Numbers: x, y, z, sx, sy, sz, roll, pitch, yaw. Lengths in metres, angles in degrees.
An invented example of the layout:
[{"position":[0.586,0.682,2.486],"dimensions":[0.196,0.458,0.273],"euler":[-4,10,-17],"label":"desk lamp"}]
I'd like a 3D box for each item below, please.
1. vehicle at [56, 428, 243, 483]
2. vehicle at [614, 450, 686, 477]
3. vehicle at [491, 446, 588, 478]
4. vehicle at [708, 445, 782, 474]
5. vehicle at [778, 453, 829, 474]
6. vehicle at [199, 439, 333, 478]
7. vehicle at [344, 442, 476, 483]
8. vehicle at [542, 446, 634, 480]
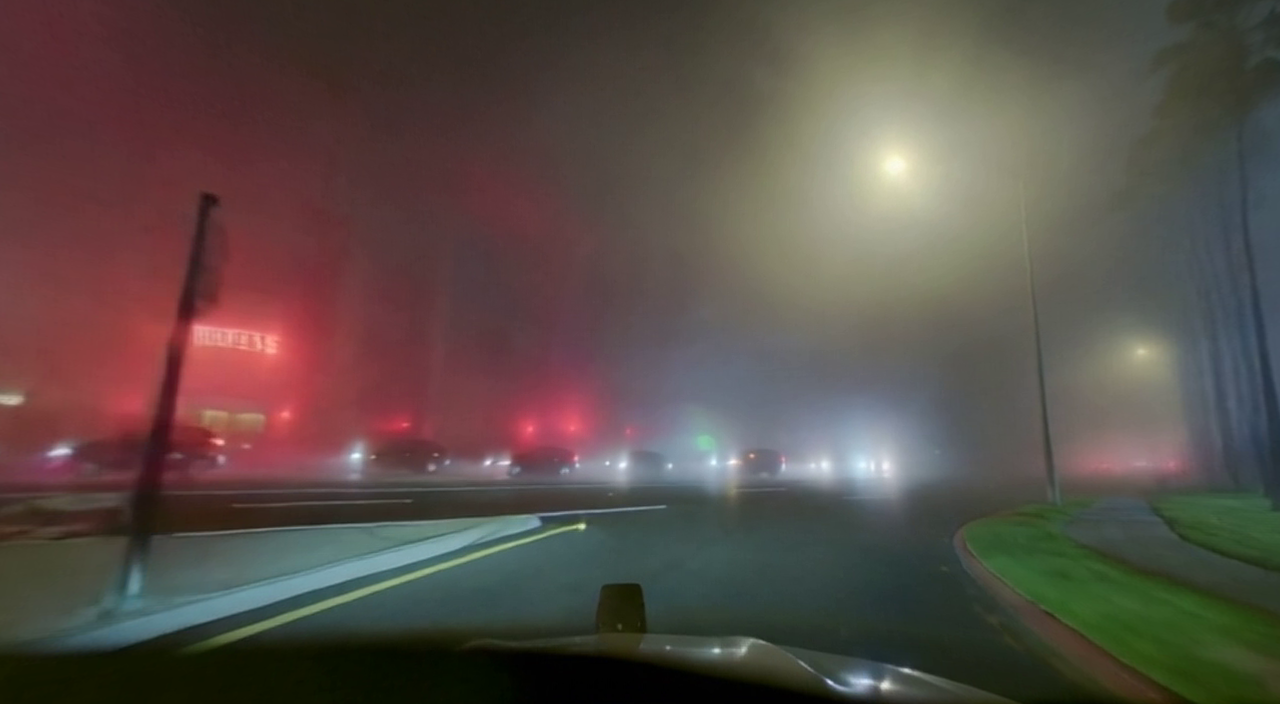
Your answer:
[{"position":[-16.575,3.488,21.408],"dimensions":[4.713,1.664,1.909],"euler":[7,-13,-44],"label":"vehicle"},{"position":[0.627,6.776,38.281],"dimensions":[4.291,1.474,1.857],"euler":[8,-15,-44],"label":"vehicle"},{"position":[-5.158,5.725,32.694],"dimensions":[4.774,1.493,1.854],"euler":[10,-12,-44],"label":"vehicle"},{"position":[7.611,7.744,45.102],"dimensions":[5.617,1.904,2.184],"euler":[9,-15,-43],"label":"vehicle"},{"position":[13.010,8.795,49.733],"dimensions":[4.306,1.535,1.813],"euler":[9,-12,-43],"label":"vehicle"},{"position":[-19.576,5.596,33.085],"dimensions":[5.616,1.839,2.071],"euler":[9,-13,-44],"label":"vehicle"},{"position":[-10.010,4.832,27.635],"dimensions":[5.112,1.593,1.865],"euler":[8,-13,-43],"label":"vehicle"},{"position":[-2.527,5.467,31.149],"dimensions":[4.356,1.543,1.844],"euler":[9,-13,-44],"label":"vehicle"}]
